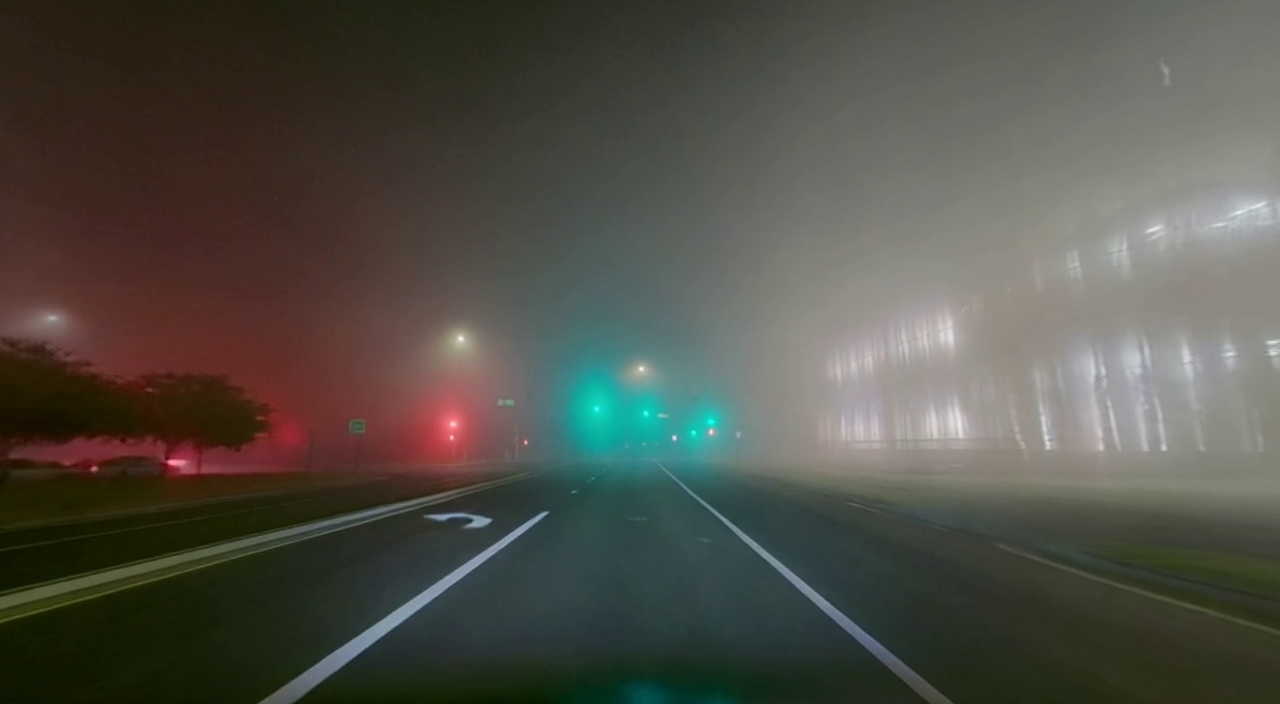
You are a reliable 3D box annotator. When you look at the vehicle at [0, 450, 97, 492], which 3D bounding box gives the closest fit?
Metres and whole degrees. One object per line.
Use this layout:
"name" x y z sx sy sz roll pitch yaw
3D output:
"vehicle" -24.402 4.624 24.756 4.281 1.515 2.026 0 -8 -1
